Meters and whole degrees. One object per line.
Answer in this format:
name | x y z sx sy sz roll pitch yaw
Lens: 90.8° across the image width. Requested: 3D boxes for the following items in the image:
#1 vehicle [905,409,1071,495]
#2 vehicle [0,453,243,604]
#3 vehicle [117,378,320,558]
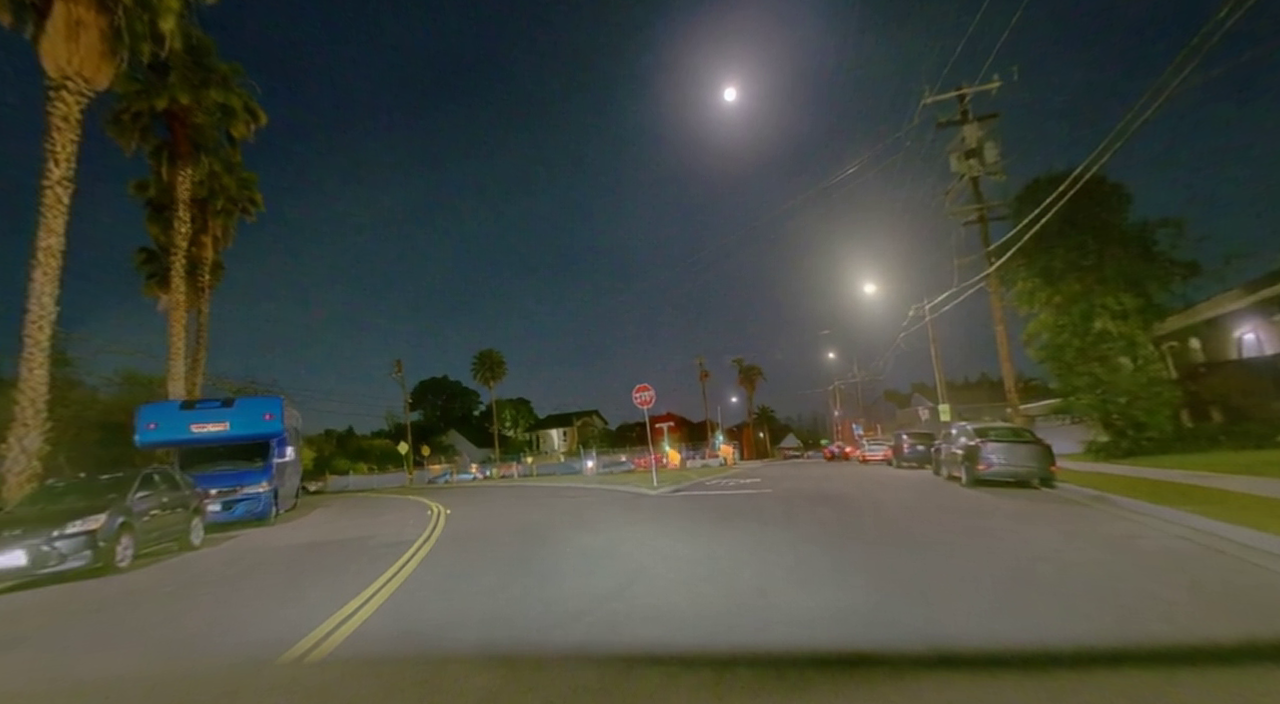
vehicle | 9.136 2.593 17.357 2.508 1.887 5.930 -4 -7 15
vehicle | -8.378 2.557 10.131 2.103 1.599 4.865 0 -7 -16
vehicle | -11.844 3.123 19.196 3.216 3.720 11.364 0 -7 -24
